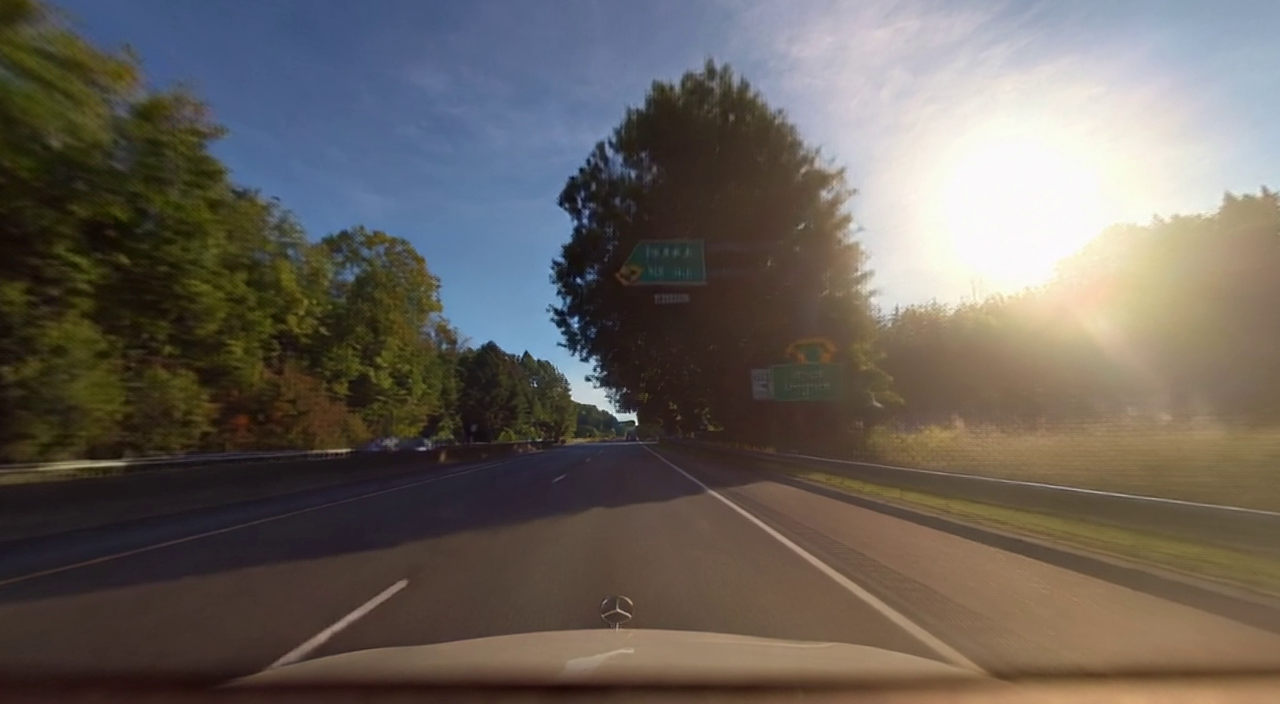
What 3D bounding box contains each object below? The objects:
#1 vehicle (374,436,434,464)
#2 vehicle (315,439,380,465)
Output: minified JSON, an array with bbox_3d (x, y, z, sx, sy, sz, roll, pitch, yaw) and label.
[{"bbox_3d":[-13.227,5.499,35.504,1.880,1.455,3.792,0,-8,0],"label":"vehicle"},{"bbox_3d":[-17.706,6.044,38.379,1.915,1.474,4.442,0,-8,-1],"label":"vehicle"}]
